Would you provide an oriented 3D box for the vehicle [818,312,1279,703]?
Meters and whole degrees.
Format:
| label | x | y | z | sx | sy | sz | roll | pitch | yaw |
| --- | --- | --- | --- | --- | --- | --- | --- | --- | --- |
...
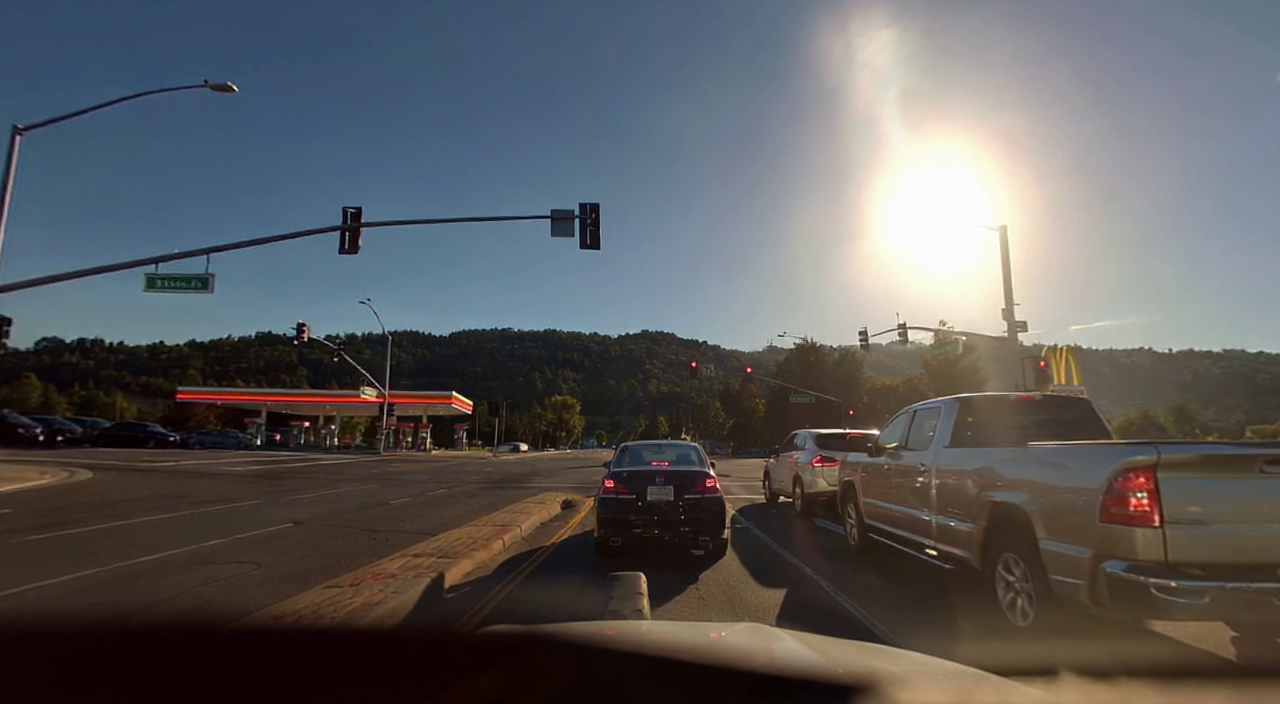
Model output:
| label | x | y | z | sx | sy | sz | roll | pitch | yaw |
| --- | --- | --- | --- | --- | --- | --- | --- | --- | --- |
| vehicle | 3.547 | 1.210 | 5.422 | 2.277 | 1.871 | 6.143 | 0 | -8 | 0 |

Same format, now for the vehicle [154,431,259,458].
| label | x | y | z | sx | sy | sz | roll | pitch | yaw |
| --- | --- | --- | --- | --- | --- | --- | --- | --- | --- |
| vehicle | -23.164 | 4.966 | 33.782 | 4.326 | 1.420 | 1.798 | -1 | -8 | 4 |

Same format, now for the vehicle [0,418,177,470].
| label | x | y | z | sx | sy | sz | roll | pitch | yaw |
| --- | --- | --- | --- | --- | --- | --- | --- | --- | --- |
| vehicle | -19.707 | 3.292 | 22.522 | 4.742 | 1.720 | 2.107 | -1 | -8 | 5 |

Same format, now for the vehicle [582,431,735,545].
| label | x | y | z | sx | sy | sz | roll | pitch | yaw |
| --- | --- | --- | --- | --- | --- | --- | --- | --- | --- |
| vehicle | 0.244 | 2.103 | 10.384 | 2.027 | 1.494 | 3.824 | 0 | -8 | 0 |
